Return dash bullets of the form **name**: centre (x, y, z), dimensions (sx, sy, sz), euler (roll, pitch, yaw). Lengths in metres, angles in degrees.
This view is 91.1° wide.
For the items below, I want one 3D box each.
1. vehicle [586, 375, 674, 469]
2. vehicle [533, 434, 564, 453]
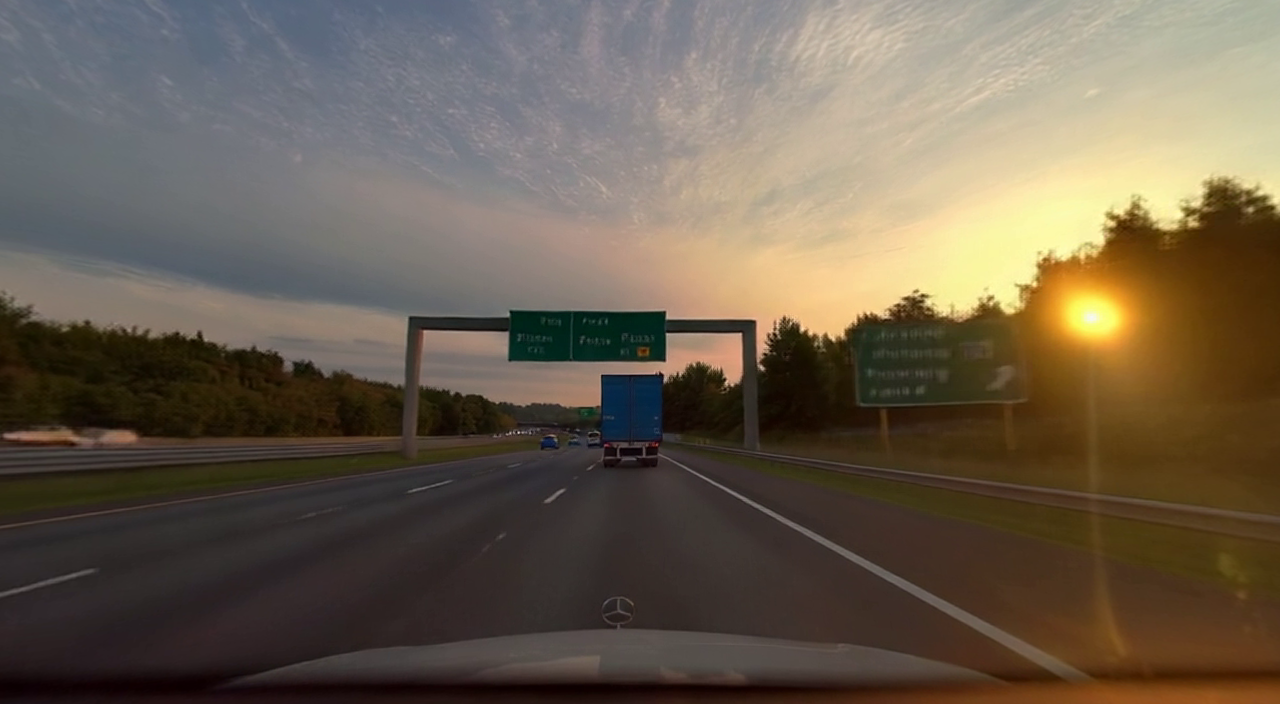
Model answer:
- **vehicle**: centre (-0.496, 3.506, 30.390), dimensions (3.033, 3.223, 14.836), euler (4, -7, -1)
- **vehicle**: centre (-7.167, 7.202, 49.649), dimensions (1.856, 1.479, 3.710), euler (0, -8, 0)
